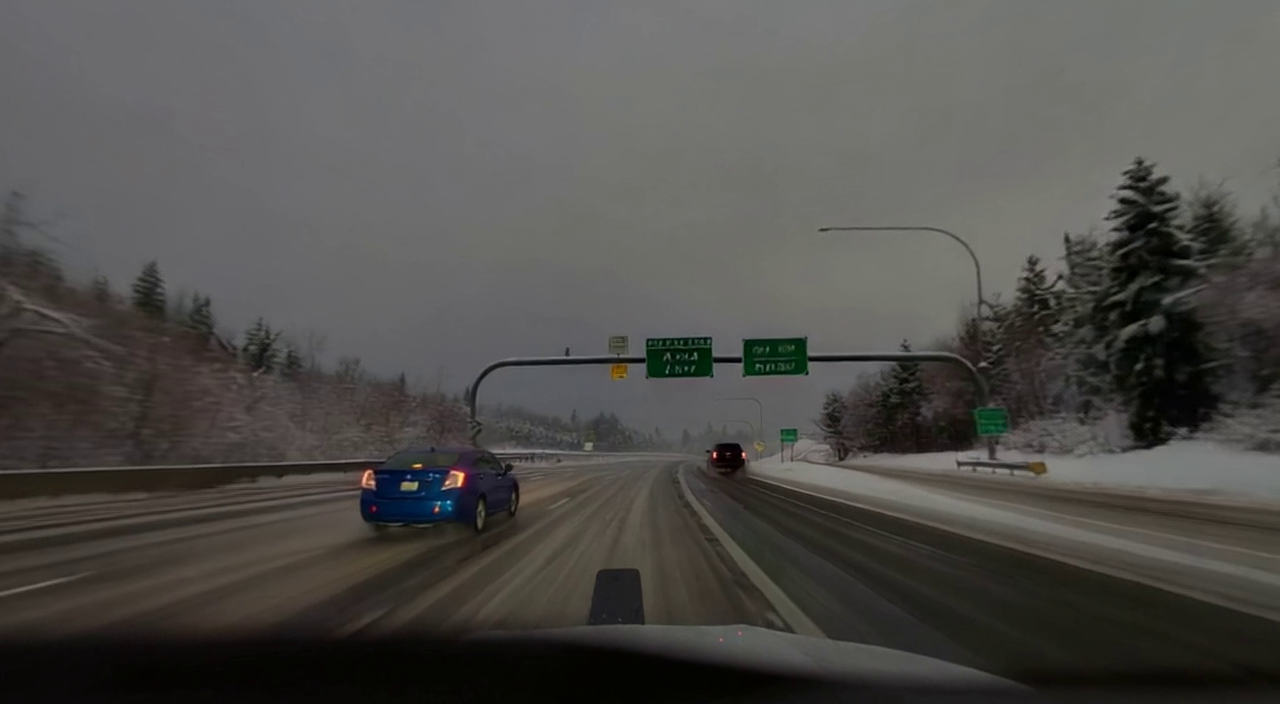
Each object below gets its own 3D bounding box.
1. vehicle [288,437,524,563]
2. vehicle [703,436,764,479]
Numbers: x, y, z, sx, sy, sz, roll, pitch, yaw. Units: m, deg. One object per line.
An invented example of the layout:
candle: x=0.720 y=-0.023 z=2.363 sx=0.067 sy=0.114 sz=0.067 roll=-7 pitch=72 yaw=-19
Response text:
vehicle: x=-3.218 y=2.114 z=9.798 sx=1.937 sy=1.490 sz=4.372 roll=0 pitch=-9 yaw=1
vehicle: x=4.258 y=4.901 z=29.441 sx=2.225 sy=1.833 sz=4.340 roll=0 pitch=-9 yaw=1
